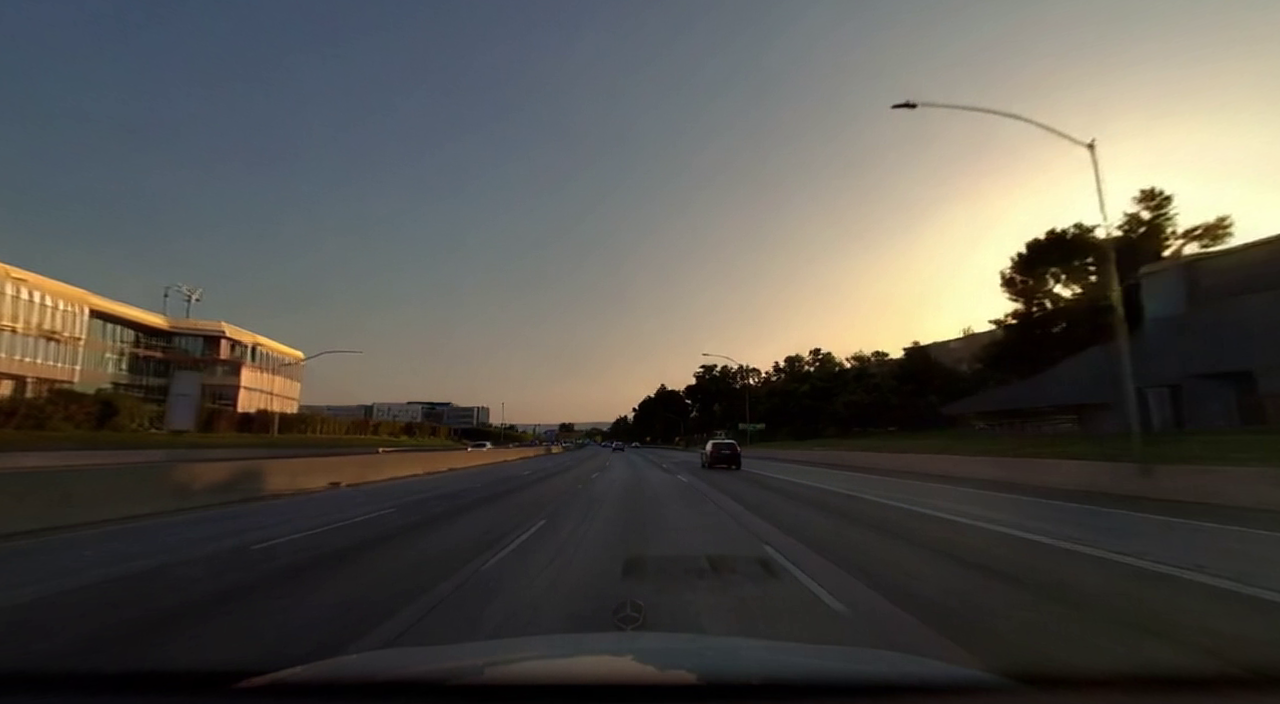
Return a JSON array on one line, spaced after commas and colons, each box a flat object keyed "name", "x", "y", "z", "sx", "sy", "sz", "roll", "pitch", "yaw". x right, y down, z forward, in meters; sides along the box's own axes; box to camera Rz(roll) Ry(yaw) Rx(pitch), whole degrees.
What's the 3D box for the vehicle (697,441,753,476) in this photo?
[{"name": "vehicle", "x": 3.814, "y": 4.835, "z": 28.902, "sx": 1.926, "sy": 1.477, "sz": 4.025, "roll": 0, "pitch": -8, "yaw": -1}]
